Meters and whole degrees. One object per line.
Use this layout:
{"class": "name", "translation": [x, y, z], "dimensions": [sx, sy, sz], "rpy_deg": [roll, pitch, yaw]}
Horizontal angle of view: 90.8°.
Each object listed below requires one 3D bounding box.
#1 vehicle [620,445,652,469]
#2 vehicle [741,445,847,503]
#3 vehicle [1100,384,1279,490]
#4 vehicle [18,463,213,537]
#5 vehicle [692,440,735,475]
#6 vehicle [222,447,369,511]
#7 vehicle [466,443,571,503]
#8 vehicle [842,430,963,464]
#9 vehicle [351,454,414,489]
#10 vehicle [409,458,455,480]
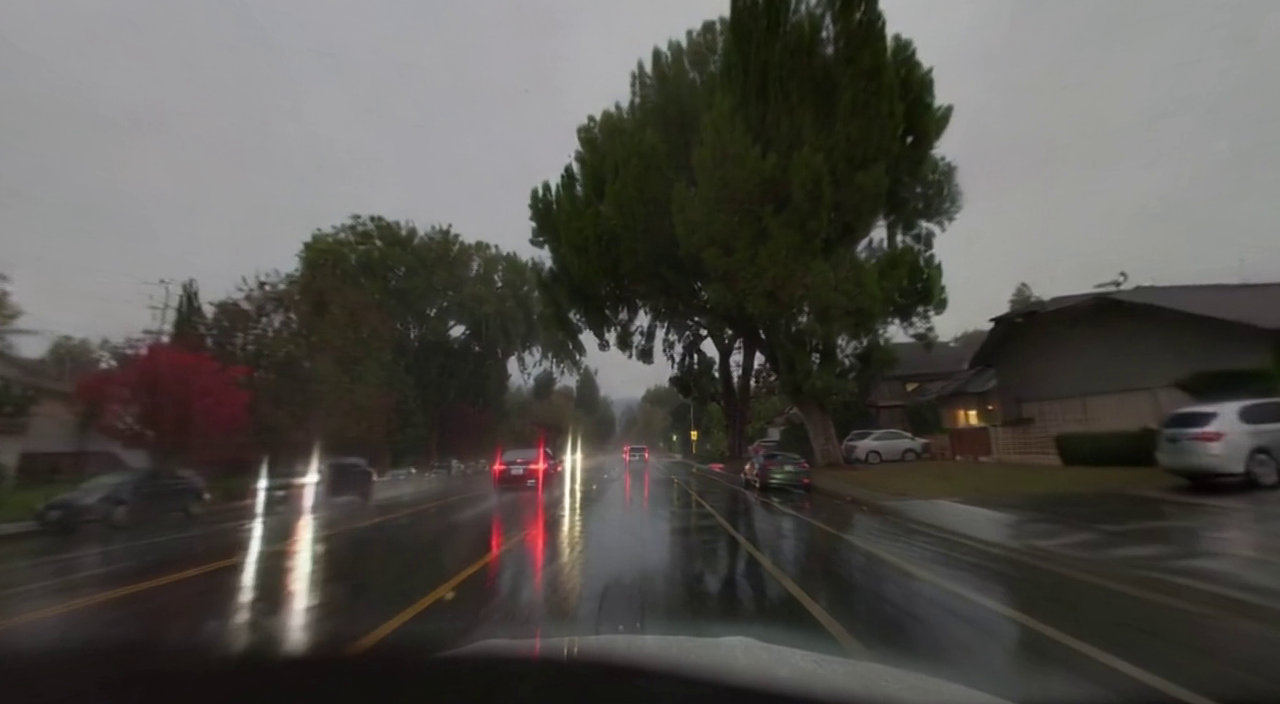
{"class": "vehicle", "translation": [-0.285, 7.194, 43.454], "dimensions": [2.088, 1.495, 4.048], "rpy_deg": [0, -8, 0]}
{"class": "vehicle", "translation": [4.321, 3.481, 18.527], "dimensions": [1.944, 1.470, 4.530], "rpy_deg": [0, -9, 0]}
{"class": "vehicle", "translation": [11.429, 1.553, 11.541], "dimensions": [4.540, 1.742, 1.885], "rpy_deg": [0, -9, -2]}
{"class": "vehicle", "translation": [-14.731, 4.128, 18.201], "dimensions": [1.998, 1.498, 4.668], "rpy_deg": [-5, -8, -5]}
{"class": "vehicle", "translation": [4.110, 5.950, 35.857], "dimensions": [1.943, 1.788, 4.462], "rpy_deg": [0, -9, 1]}
{"class": "vehicle", "translation": [-10.279, 3.784, 19.345], "dimensions": [1.937, 1.701, 4.438], "rpy_deg": [0, -9, 1]}
{"class": "vehicle", "translation": [-3.292, 3.362, 18.092], "dimensions": [2.027, 1.477, 4.413], "rpy_deg": [0, -9, 1]}
{"class": "vehicle", "translation": [11.662, 4.263, 28.302], "dimensions": [4.537, 1.465, 1.923], "rpy_deg": [0, -9, 3]}
{"class": "vehicle", "translation": [-14.706, 6.830, 36.268], "dimensions": [1.945, 1.613, 3.983], "rpy_deg": [-6, -8, -1]}
{"class": "vehicle", "translation": [-14.741, 8.288, 44.939], "dimensions": [1.626, 1.439, 3.682], "rpy_deg": [-1, -8, 7]}
